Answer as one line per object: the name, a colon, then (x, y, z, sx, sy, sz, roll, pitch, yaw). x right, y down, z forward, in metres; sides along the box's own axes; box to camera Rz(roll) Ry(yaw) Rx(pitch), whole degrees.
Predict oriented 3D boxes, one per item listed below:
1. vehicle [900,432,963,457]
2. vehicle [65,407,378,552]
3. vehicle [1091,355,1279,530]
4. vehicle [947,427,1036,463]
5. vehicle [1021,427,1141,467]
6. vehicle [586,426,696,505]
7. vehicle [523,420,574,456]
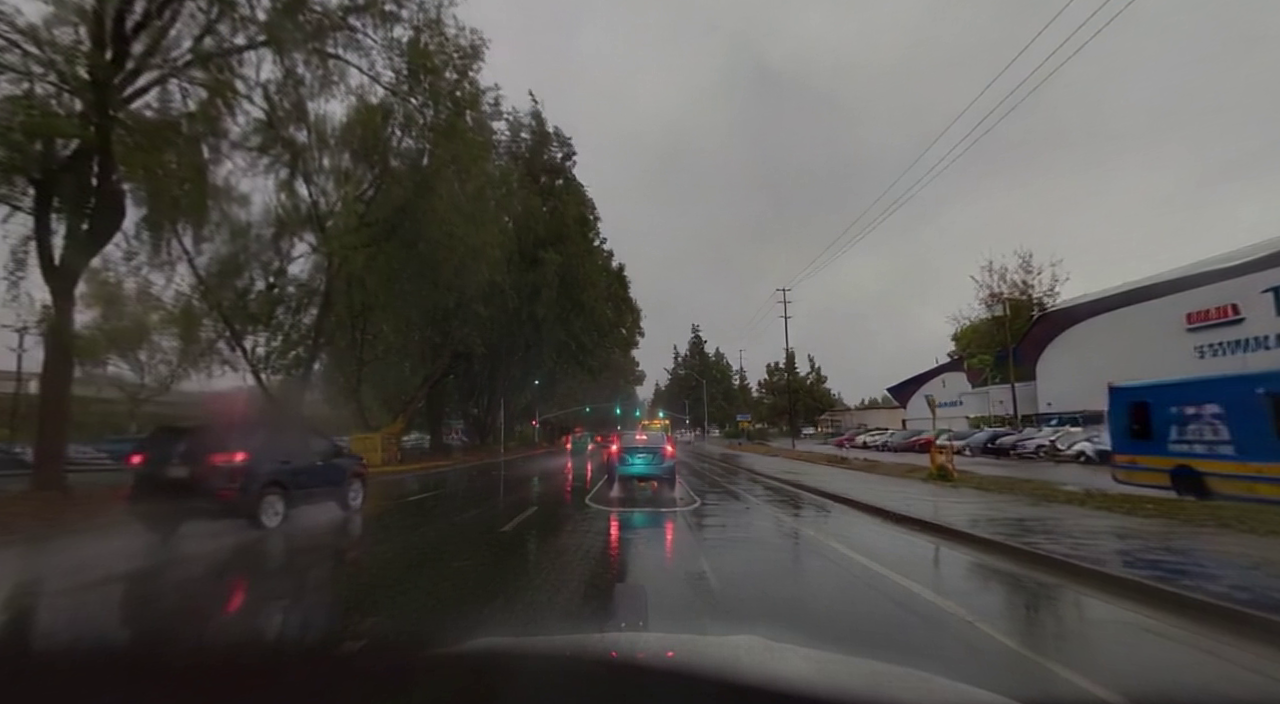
vehicle: (17.832, 5.698, 38.811, 1.694, 1.451, 4.505, 0, -8, 0)
vehicle: (-6.068, 1.895, 10.034, 2.016, 1.748, 4.525, 0, -9, -3)
vehicle: (11.399, 1.522, 10.617, 2.754, 2.711, 6.196, 0, -9, -2)
vehicle: (18.095, 4.838, 32.769, 1.841, 1.680, 4.842, 0, -9, 0)
vehicle: (18.310, 3.992, 26.471, 1.826, 1.532, 4.290, 0, -9, -1)
vehicle: (-0.033, 2.521, 14.399, 2.123, 1.498, 4.226, 0, -9, -1)
vehicle: (-6.936, 6.707, 48.838, 2.485, 2.556, 6.363, -1, -9, 5)
